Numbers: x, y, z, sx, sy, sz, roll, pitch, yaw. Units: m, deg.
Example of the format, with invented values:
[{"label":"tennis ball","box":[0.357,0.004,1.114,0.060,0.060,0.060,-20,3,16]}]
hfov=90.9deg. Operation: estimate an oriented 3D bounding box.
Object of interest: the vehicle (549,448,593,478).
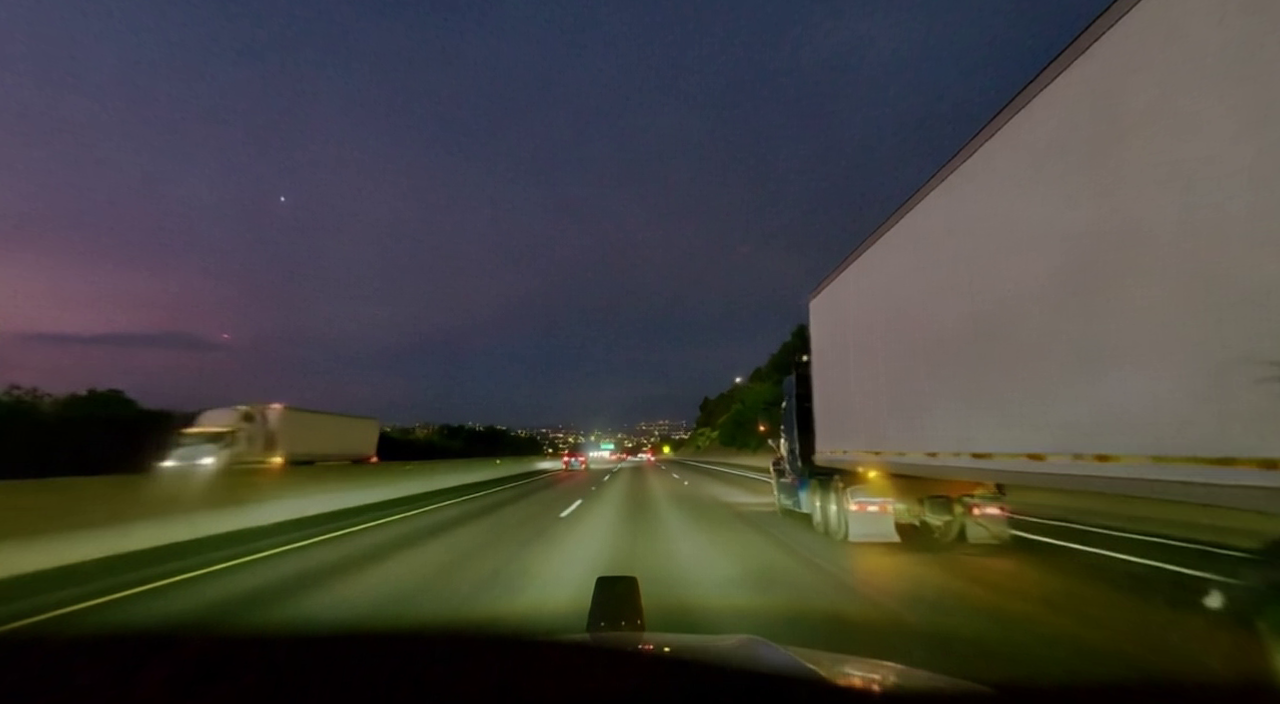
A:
[{"label":"vehicle","box":[-3.648,5.915,33.894,1.918,1.510,4.006,0,-9,0]}]

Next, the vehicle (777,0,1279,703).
[{"label":"vehicle","box":[4.229,0.054,4.808,3.025,4.005,14.010,0,-9,-1]}]

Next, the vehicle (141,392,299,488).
[{"label":"vehicle","box":[-18.835,4.049,28.847,2.970,3.896,5.863,0,-9,0]}]
